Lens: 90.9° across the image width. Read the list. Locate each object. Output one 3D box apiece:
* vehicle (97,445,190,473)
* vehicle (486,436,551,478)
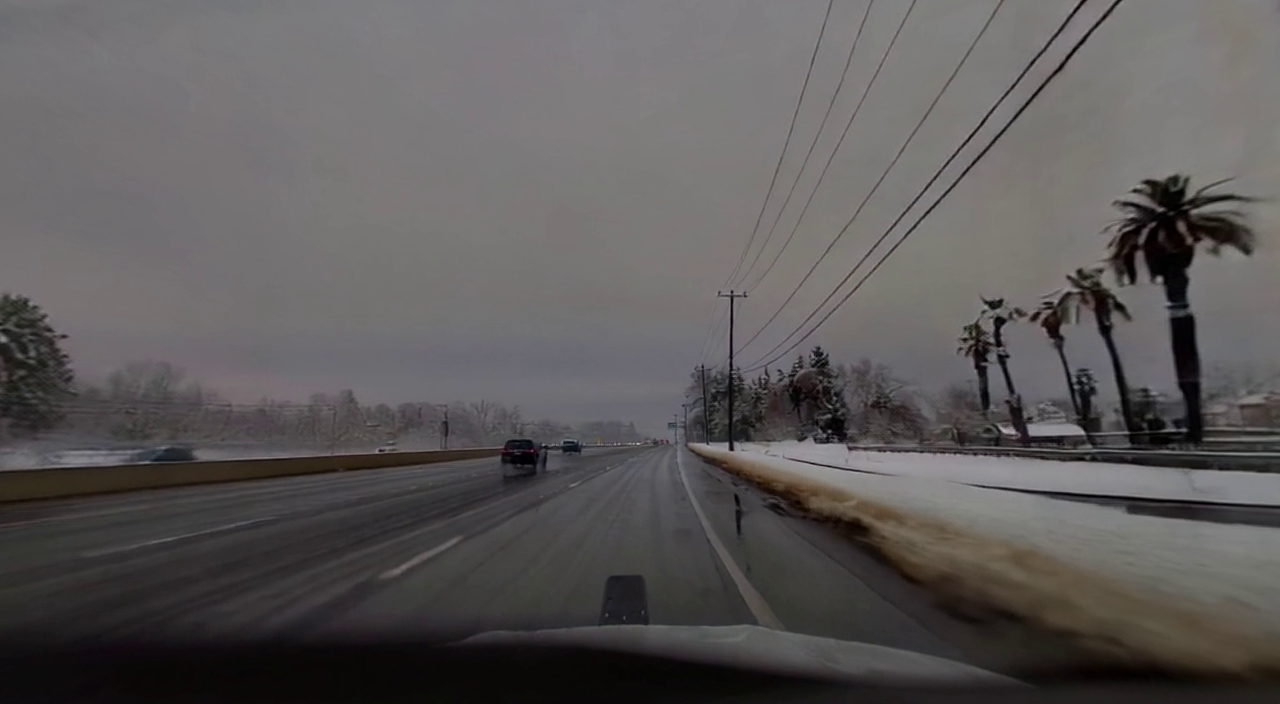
[{"bbox_3d":[-30.392,6.527,38.825,1.932,1.555,4.652,0,-8,-1],"label":"vehicle"},{"bbox_3d":[-4.996,4.373,26.463,2.029,1.609,3.935,0,-8,-1],"label":"vehicle"}]
